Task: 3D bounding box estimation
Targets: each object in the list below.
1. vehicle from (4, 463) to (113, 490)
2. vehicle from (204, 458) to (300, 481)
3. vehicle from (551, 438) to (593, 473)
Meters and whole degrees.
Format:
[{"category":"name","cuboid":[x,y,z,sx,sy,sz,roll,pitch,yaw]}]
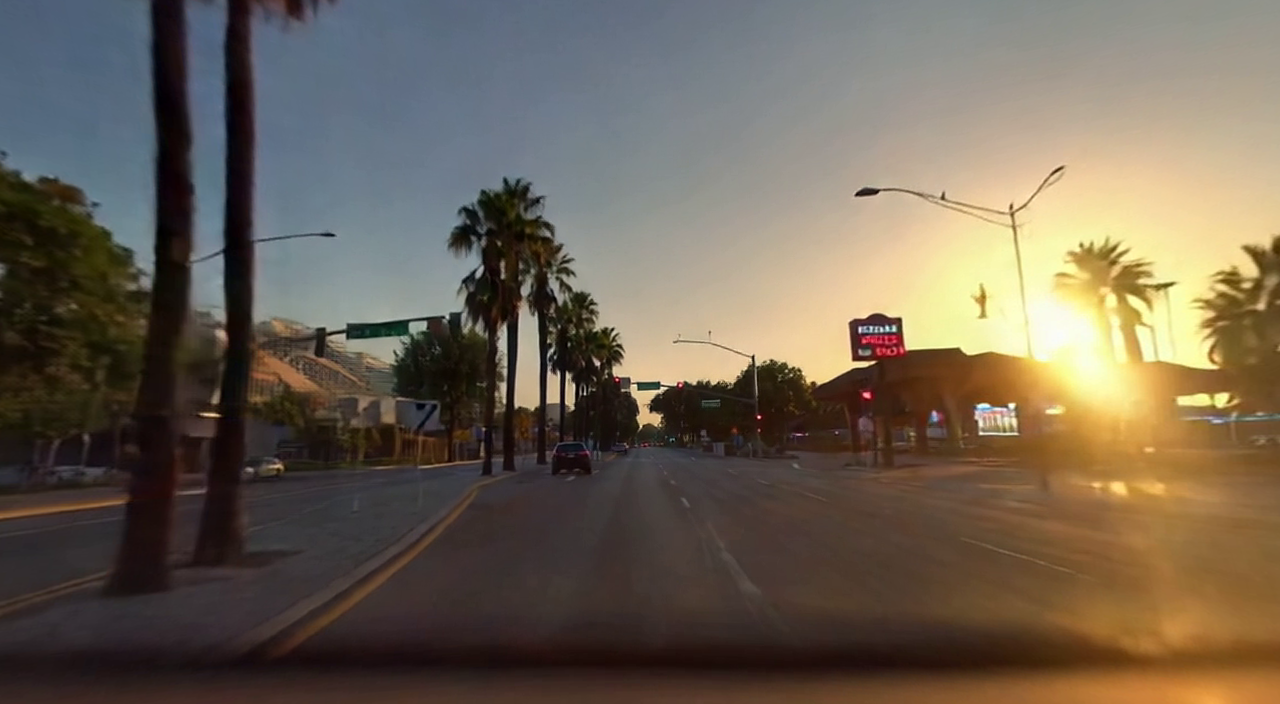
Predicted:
[{"category":"vehicle","cuboid":[-34.628,7.432,37.685,4.567,1.460,1.917,0,-8,-1]},{"category":"vehicle","cuboid":[-25.102,7.597,40.980,4.854,1.406,2.060,0,-8,1]},{"category":"vehicle","cuboid":[-3.509,5.324,32.669,1.990,1.639,3.885,1,-9,-6]}]
